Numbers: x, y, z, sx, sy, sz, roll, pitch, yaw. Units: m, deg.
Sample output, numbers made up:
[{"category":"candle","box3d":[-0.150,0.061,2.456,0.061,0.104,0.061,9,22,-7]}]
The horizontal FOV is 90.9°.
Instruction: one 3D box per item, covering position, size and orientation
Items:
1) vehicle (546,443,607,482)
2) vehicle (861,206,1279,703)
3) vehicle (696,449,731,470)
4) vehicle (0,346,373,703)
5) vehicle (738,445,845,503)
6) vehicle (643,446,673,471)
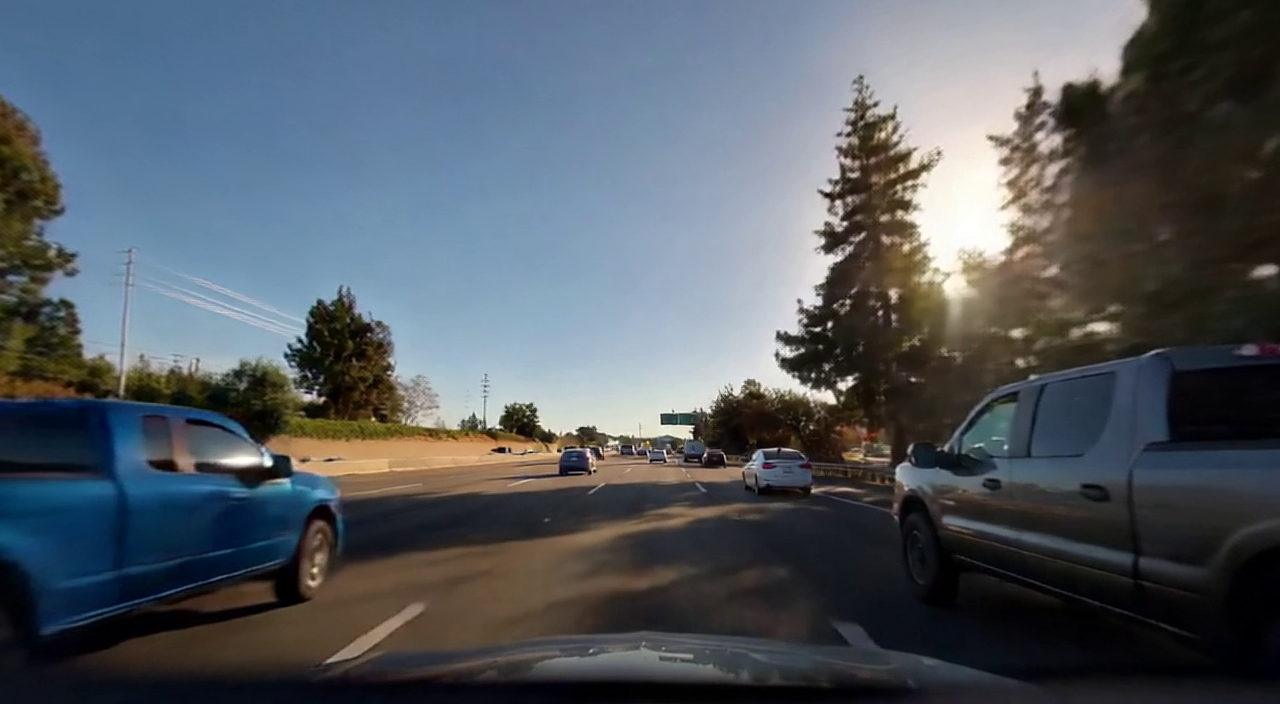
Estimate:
[{"category":"vehicle","box3d":[-2.918,5.192,30.017,2.209,1.714,4.576,-1,-8,3]},{"category":"vehicle","box3d":[3.562,0.720,2.786,3.024,2.092,6.797,-1,-8,3]},{"category":"vehicle","box3d":[5.329,7.805,46.002,2.072,1.456,4.537,0,-8,1]},{"category":"vehicle","box3d":[-3.732,1.030,3.717,2.146,1.775,4.553,0,-8,3]},{"category":"vehicle","box3d":[4.314,3.529,18.809,2.111,1.498,4.466,0,-8,1]},{"category":"vehicle","box3d":[1.321,7.682,45.780,2.080,1.682,4.150,0,-8,1]}]
